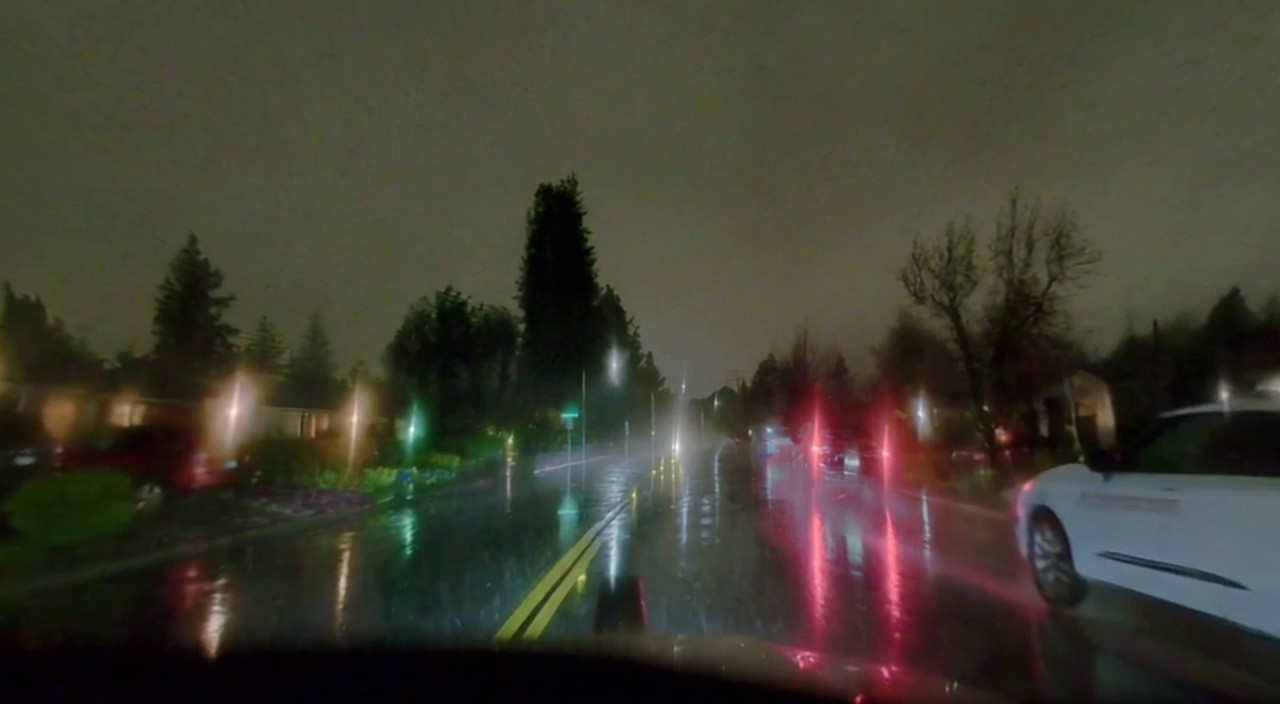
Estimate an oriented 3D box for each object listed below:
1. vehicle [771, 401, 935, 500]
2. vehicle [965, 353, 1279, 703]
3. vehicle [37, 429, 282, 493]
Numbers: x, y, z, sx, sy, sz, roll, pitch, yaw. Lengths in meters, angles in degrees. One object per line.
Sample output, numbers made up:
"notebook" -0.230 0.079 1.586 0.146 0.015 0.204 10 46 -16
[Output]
"vehicle" 5.247 2.603 16.840 2.735 2.117 6.103 -1 -9 5
"vehicle" 4.186 1.035 3.849 2.194 1.786 4.704 -1 -9 5
"vehicle" -11.585 2.647 15.451 4.455 1.419 2.017 -1 -9 5
